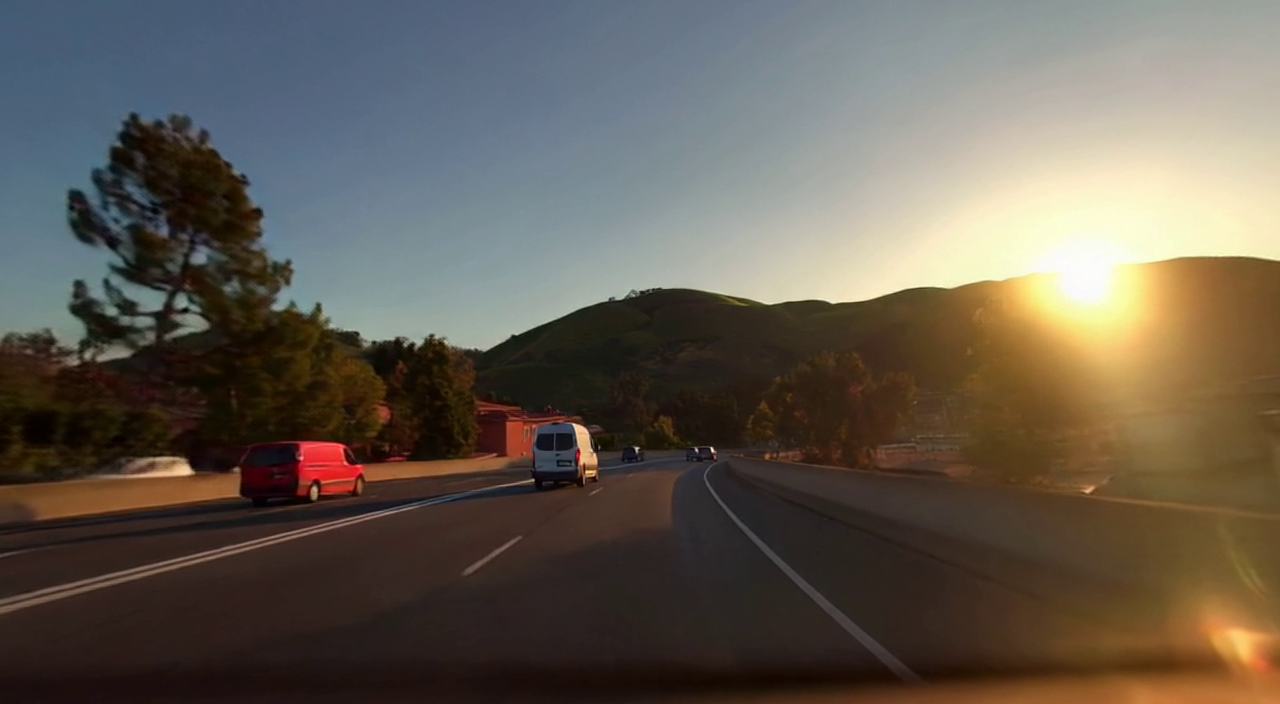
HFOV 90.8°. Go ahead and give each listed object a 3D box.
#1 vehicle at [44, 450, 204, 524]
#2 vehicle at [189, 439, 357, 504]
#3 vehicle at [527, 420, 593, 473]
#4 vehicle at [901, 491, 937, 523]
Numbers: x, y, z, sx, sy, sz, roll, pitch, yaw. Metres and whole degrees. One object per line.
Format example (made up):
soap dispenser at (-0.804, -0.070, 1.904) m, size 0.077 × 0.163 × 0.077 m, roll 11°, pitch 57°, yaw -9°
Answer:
vehicle at (-26.986, 6.963, 33.505) m, size 2.927 × 3.464 × 5.910 m, roll -1°, pitch -9°, yaw 7°
vehicle at (-9.713, 3.176, 17.216) m, size 1.821 × 1.524 × 4.342 m, roll -1°, pitch -9°, yaw 3°
vehicle at (-4.455, 5.438, 36.370) m, size 2.314 × 2.703 × 6.441 m, roll -1°, pitch -9°, yaw 6°
vehicle at (21.427, 11.905, 48.654) m, size 1.887 × 1.776 × 4.198 m, roll -2°, pitch -6°, yaw 16°
